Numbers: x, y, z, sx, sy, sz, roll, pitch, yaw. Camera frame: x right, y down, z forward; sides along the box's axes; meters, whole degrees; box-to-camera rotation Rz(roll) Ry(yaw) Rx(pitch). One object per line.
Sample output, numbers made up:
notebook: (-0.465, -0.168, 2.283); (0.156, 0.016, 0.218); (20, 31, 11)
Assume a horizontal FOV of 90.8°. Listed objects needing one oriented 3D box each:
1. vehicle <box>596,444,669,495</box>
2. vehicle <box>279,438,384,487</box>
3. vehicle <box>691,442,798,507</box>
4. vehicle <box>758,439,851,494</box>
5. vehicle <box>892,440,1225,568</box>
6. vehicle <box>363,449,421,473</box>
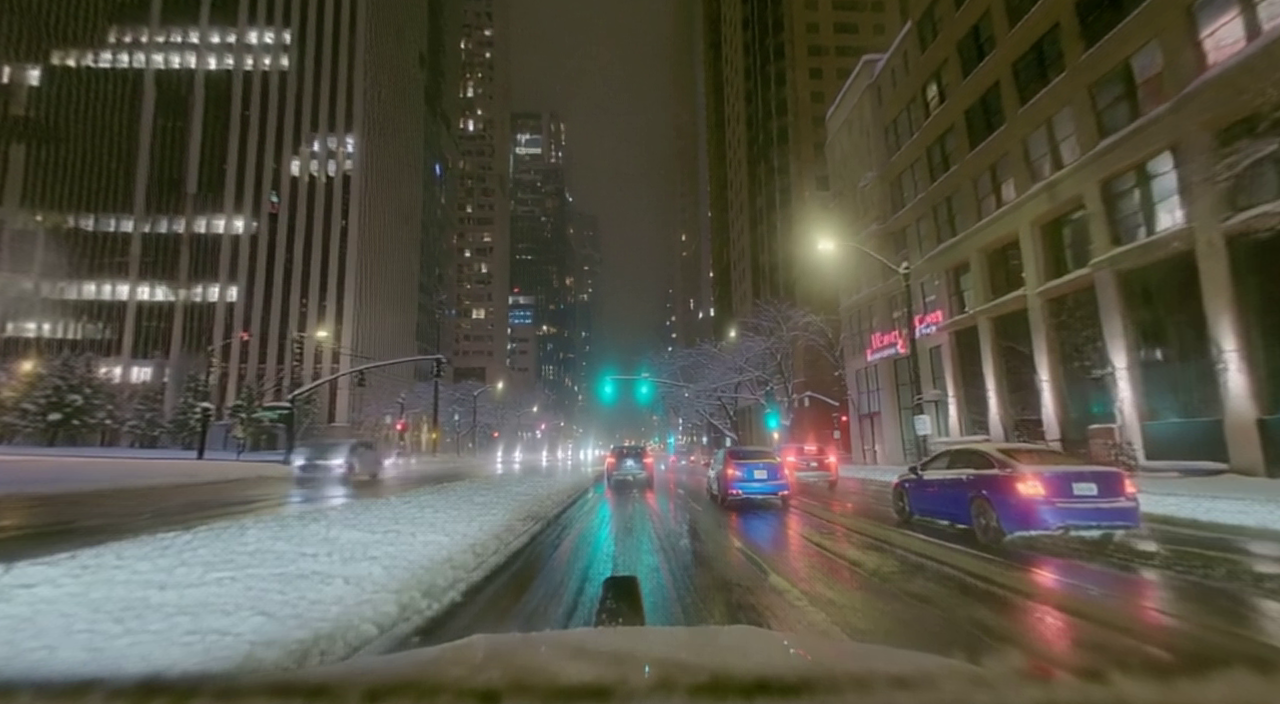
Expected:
vehicle: (-0.284, 3.721, 20.399); (2.096, 1.457, 4.160); (0, -9, -2)
vehicle: (-12.416, 4.468, 25.860); (1.861, 1.780, 4.814); (0, -9, 0)
vehicle: (2.616, 3.201, 16.988); (1.987, 1.484, 4.427); (0, -9, -2)
vehicle: (5.831, 4.097, 23.023); (2.015, 1.745, 4.444); (0, -9, -2)
vehicle: (5.930, 2.160, 9.889); (1.914, 1.484, 4.639); (0, -9, -2)
vehicle: (-16.034, 7.031, 41.035); (2.017, 1.460, 4.556); (0, -9, -2)
